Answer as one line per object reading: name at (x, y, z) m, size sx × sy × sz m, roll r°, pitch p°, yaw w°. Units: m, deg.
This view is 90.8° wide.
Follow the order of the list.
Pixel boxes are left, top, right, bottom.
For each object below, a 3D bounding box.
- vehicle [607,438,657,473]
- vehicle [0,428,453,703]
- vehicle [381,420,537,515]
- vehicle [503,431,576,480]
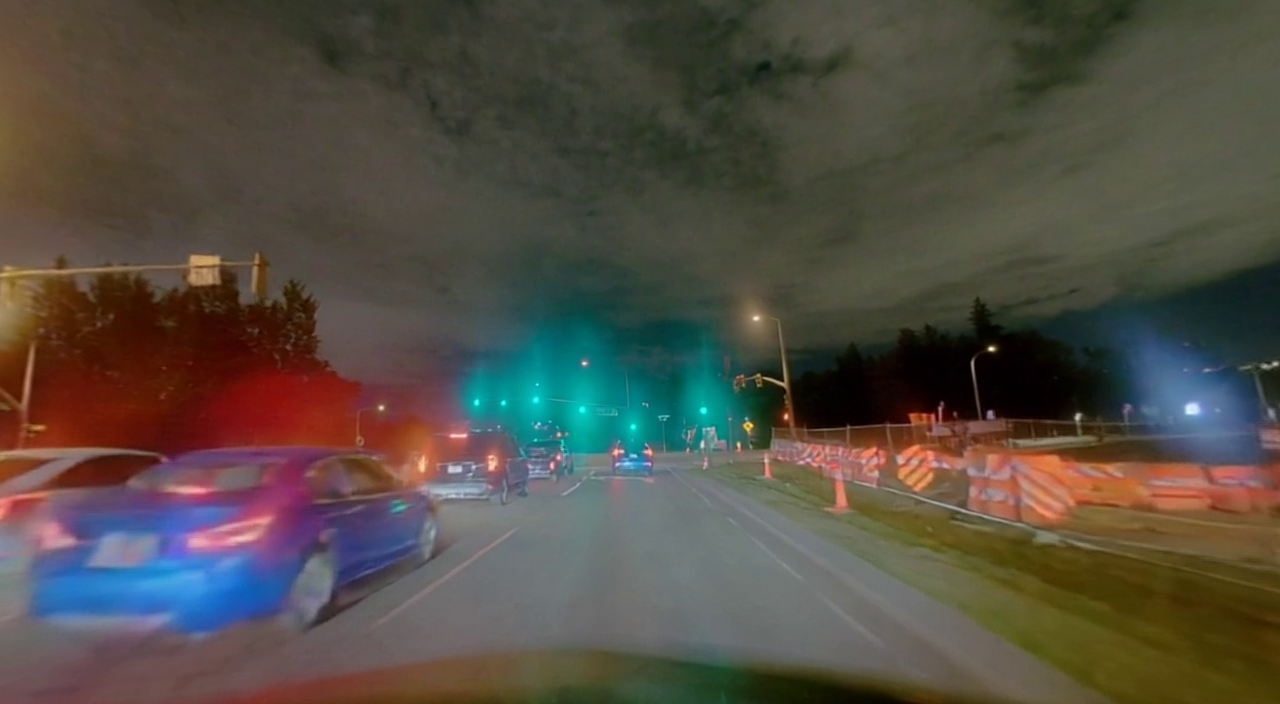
vehicle at (-0.364, 4.849, 29.808) m, size 2.183 × 1.506 × 4.286 m, roll 0°, pitch -9°, yaw 0°
vehicle at (-3.261, 1.485, 5.496) m, size 2.042 × 1.441 × 4.172 m, roll -2°, pitch -9°, yaw 0°
vehicle at (-4.031, 2.683, 15.148) m, size 2.236 × 1.886 × 4.792 m, roll 0°, pitch -9°, yaw 1°
vehicle at (-4.095, 4.322, 26.588) m, size 2.240 × 1.844 × 5.043 m, roll 0°, pitch -9°, yaw 0°
